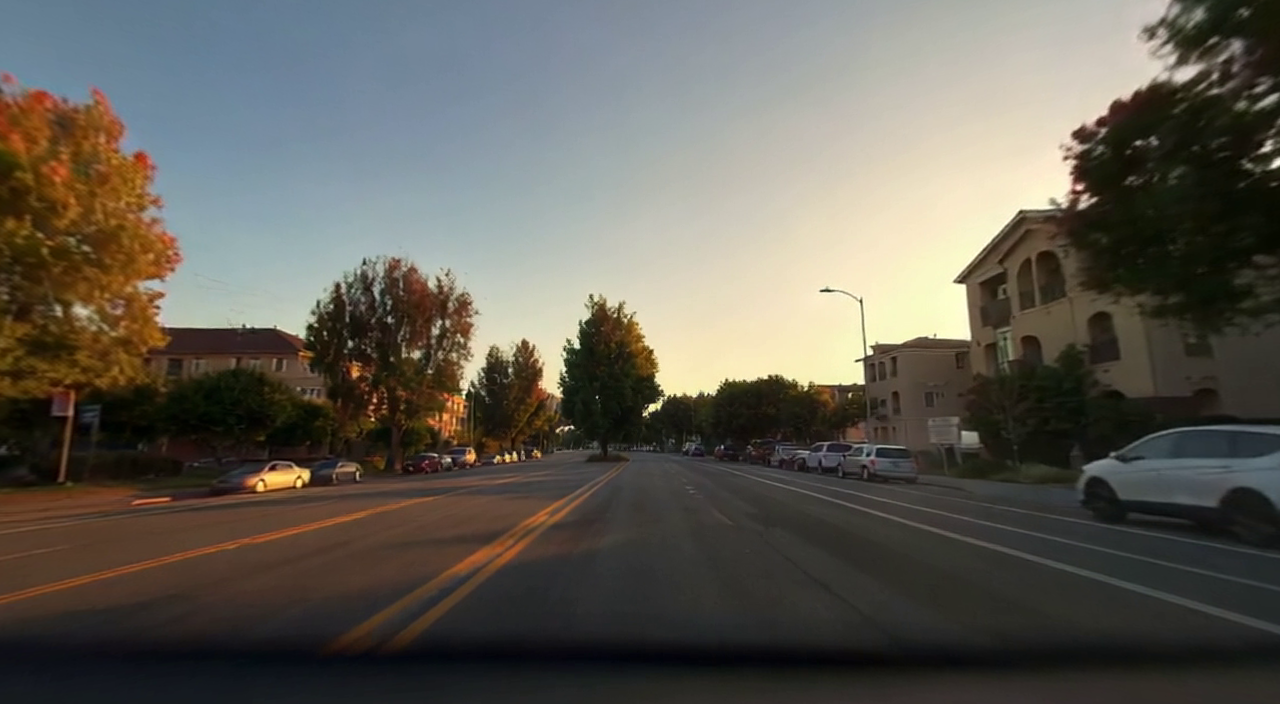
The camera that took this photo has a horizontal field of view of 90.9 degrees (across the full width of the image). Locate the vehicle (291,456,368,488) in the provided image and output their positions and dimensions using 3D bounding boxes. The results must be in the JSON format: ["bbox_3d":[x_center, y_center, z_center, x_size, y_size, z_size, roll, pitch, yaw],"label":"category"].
[{"bbox_3d":[-16.783,6.475,34.343,1.868,1.470,4.652,-1,-9,0],"label":"vehicle"}]

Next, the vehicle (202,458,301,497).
[{"bbox_3d":[-17.260,5.554,28.291,1.879,1.494,4.227,-1,-9,-3],"label":"vehicle"}]

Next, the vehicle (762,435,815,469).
[{"bbox_3d":[9.994,6.830,42.978,2.115,2.151,5.826,0,-9,-1],"label":"vehicle"}]

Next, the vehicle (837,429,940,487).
[{"bbox_3d":[9.816,4.240,25.511,2.169,2.043,5.484,-1,-9,3],"label":"vehicle"}]

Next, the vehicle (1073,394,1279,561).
[{"bbox_3d":[9.131,1.719,8.824,2.215,2.068,5.493,0,-9,0],"label":"vehicle"}]

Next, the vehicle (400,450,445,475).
[{"bbox_3d":[-16.667,8.451,48.500,1.913,1.744,4.478,-1,-9,-2],"label":"vehicle"}]
